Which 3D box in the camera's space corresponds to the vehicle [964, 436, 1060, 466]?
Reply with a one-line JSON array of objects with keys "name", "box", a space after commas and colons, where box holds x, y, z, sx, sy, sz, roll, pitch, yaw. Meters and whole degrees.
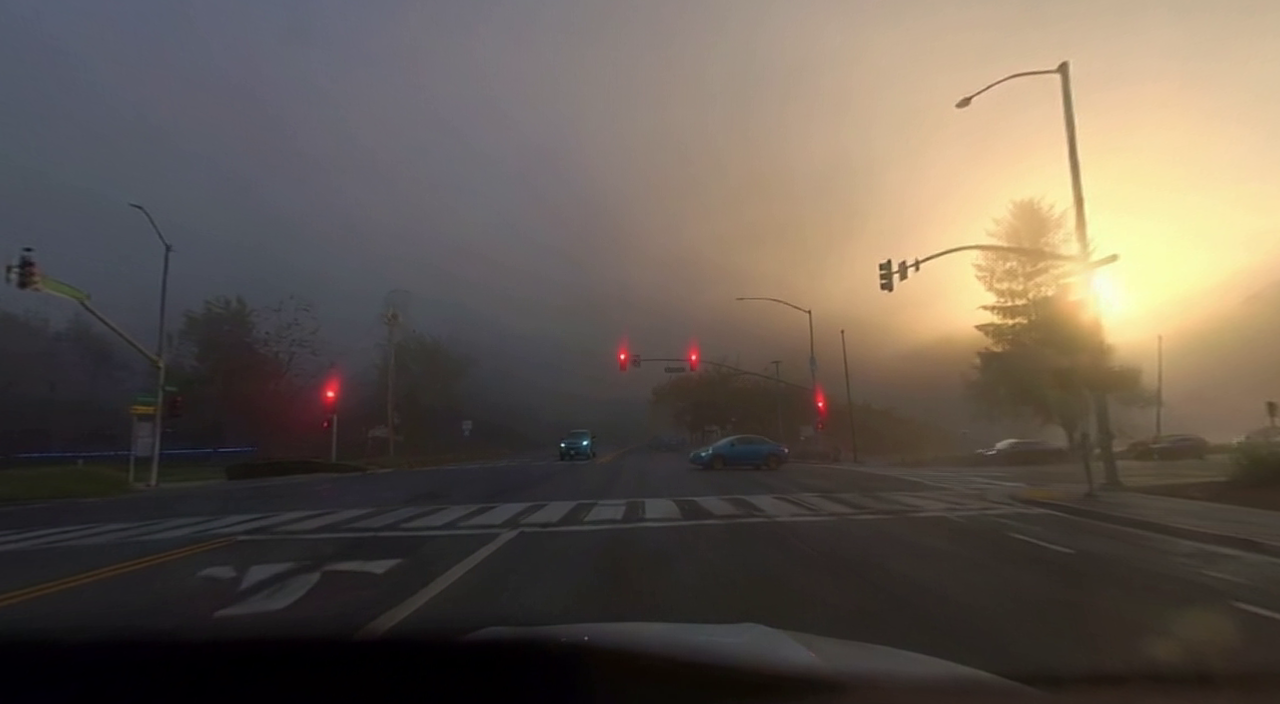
[{"name": "vehicle", "box": [19.564, 5.186, 33.155, 4.377, 1.523, 1.877, 3, -9, -19]}]

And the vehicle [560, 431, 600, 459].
[{"name": "vehicle", "box": [-3.789, 5.965, 40.408, 2.140, 1.638, 4.259, 0, -8, 0]}]

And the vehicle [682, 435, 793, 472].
[{"name": "vehicle", "box": [4.188, 4.310, 26.999, 4.528, 1.482, 1.864, 5, -10, -31]}]
